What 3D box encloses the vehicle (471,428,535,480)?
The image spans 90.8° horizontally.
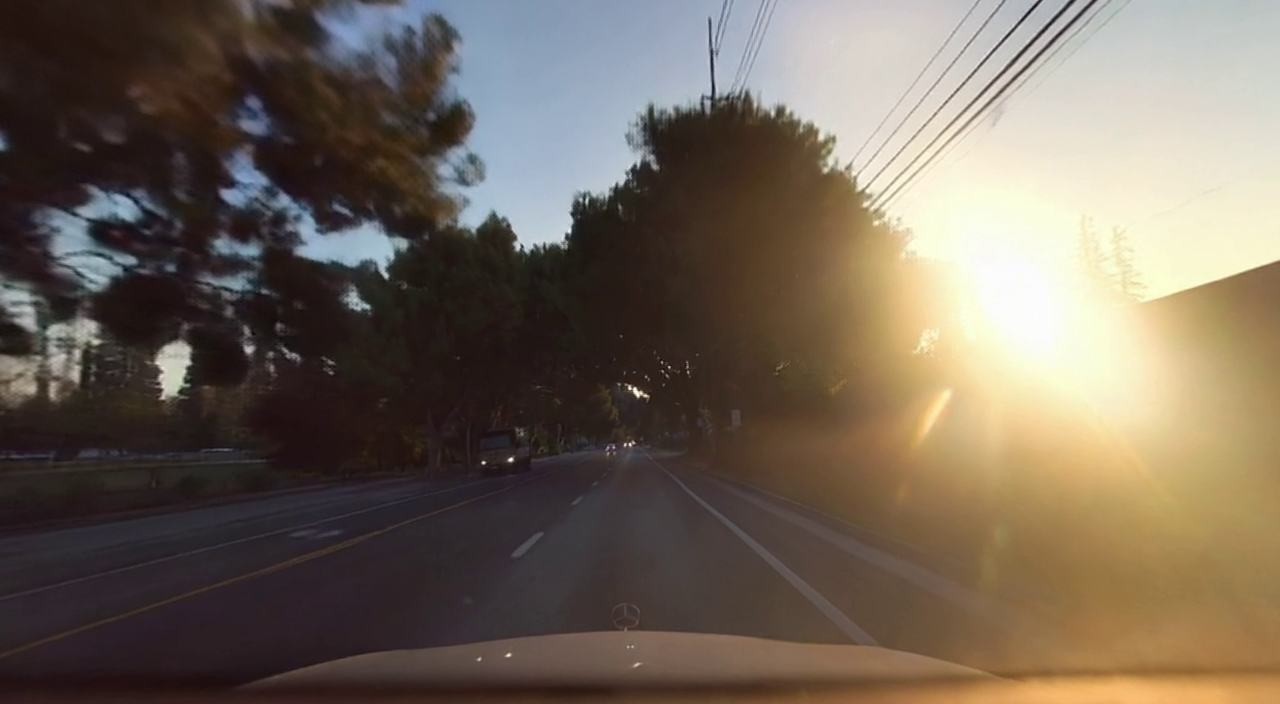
[{"bbox_3d":[-7.996,5.925,37.470,2.351,2.696,6.106,-2,-7,1],"label":"vehicle"}]
